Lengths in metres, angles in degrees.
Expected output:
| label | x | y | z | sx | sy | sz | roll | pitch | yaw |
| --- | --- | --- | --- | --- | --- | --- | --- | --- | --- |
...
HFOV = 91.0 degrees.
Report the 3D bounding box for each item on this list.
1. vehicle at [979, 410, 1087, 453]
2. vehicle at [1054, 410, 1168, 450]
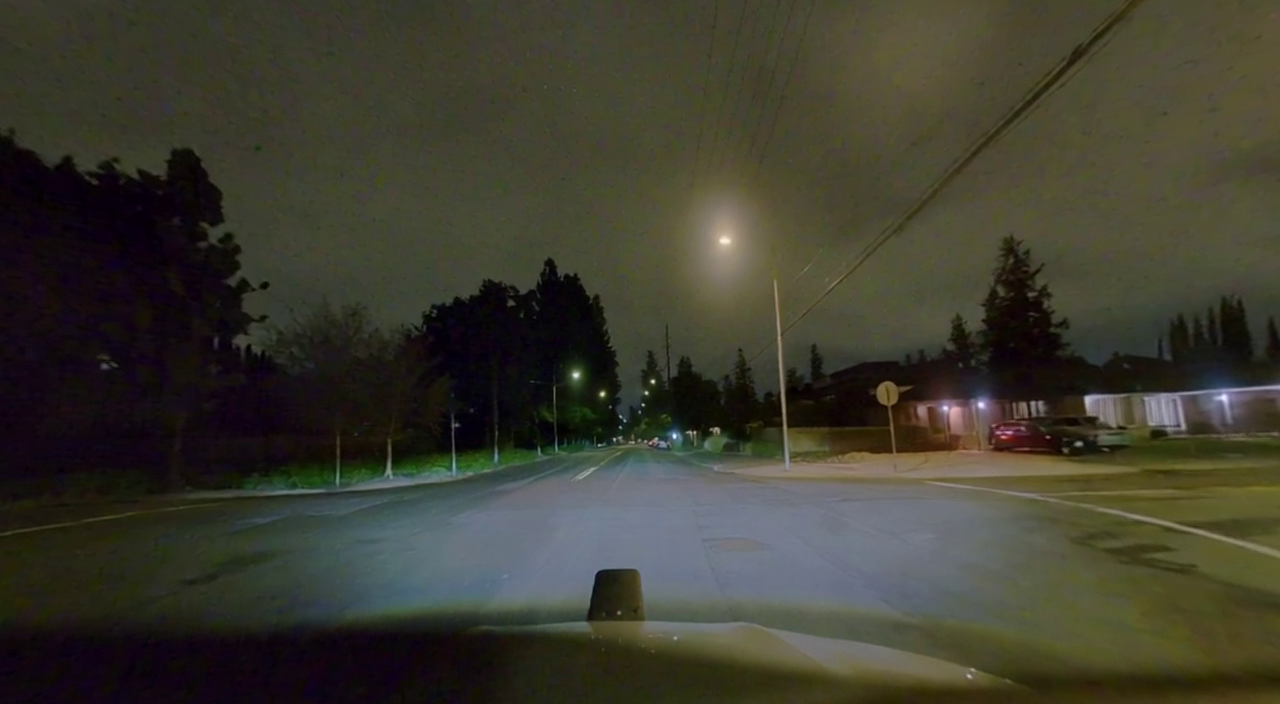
| label | x | y | z | sx | sy | sz | roll | pitch | yaw |
| --- | --- | --- | --- | --- | --- | --- | --- | --- | --- |
| vehicle | 16.356 | 3.392 | 26.535 | 1.829 | 1.667 | 4.437 | -1 | -8 | 3 |
| vehicle | 19.119 | 3.248 | 25.818 | 1.803 | 1.504 | 4.324 | -1 | -8 | 8 |
